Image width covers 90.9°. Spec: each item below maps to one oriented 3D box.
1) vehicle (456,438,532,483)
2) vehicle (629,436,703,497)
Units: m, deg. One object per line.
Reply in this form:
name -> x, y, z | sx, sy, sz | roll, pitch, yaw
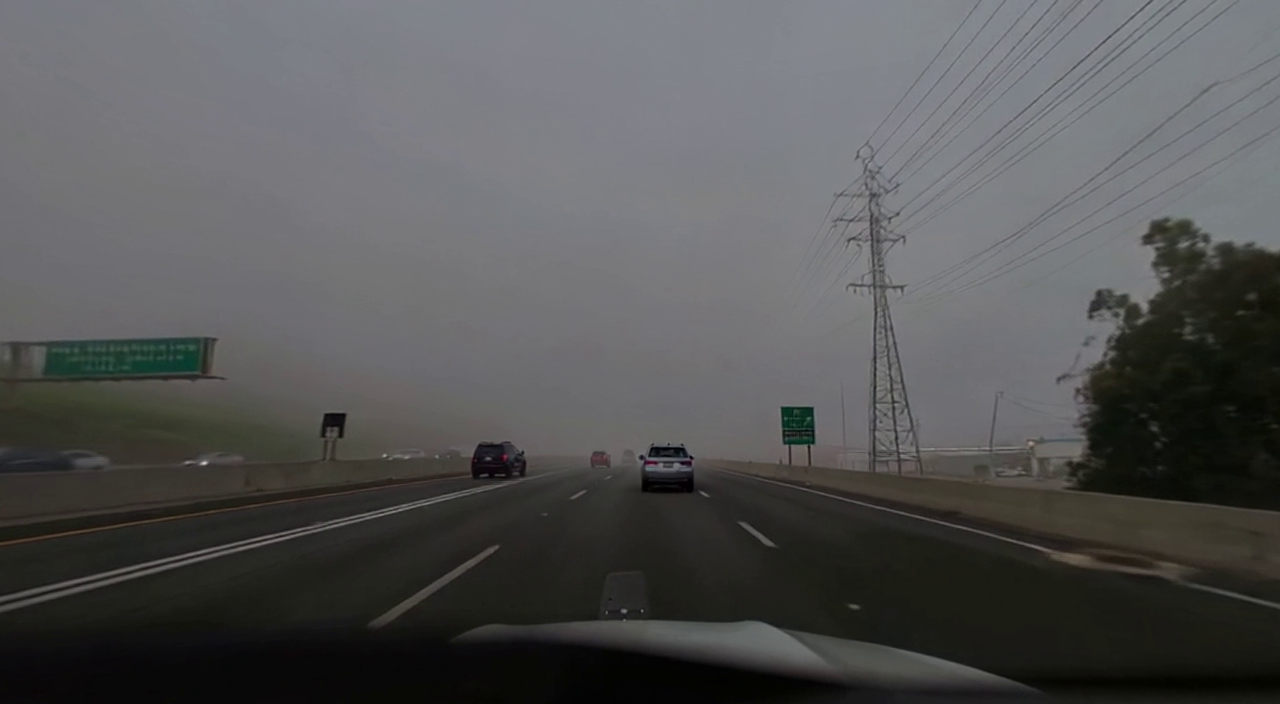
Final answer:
vehicle -> -6.415, 4.819, 28.355 | 2.220, 1.841, 4.516 | 0, -8, 1
vehicle -> 0.776, 3.626, 20.390 | 2.134, 1.733, 4.049 | 0, -8, 0
